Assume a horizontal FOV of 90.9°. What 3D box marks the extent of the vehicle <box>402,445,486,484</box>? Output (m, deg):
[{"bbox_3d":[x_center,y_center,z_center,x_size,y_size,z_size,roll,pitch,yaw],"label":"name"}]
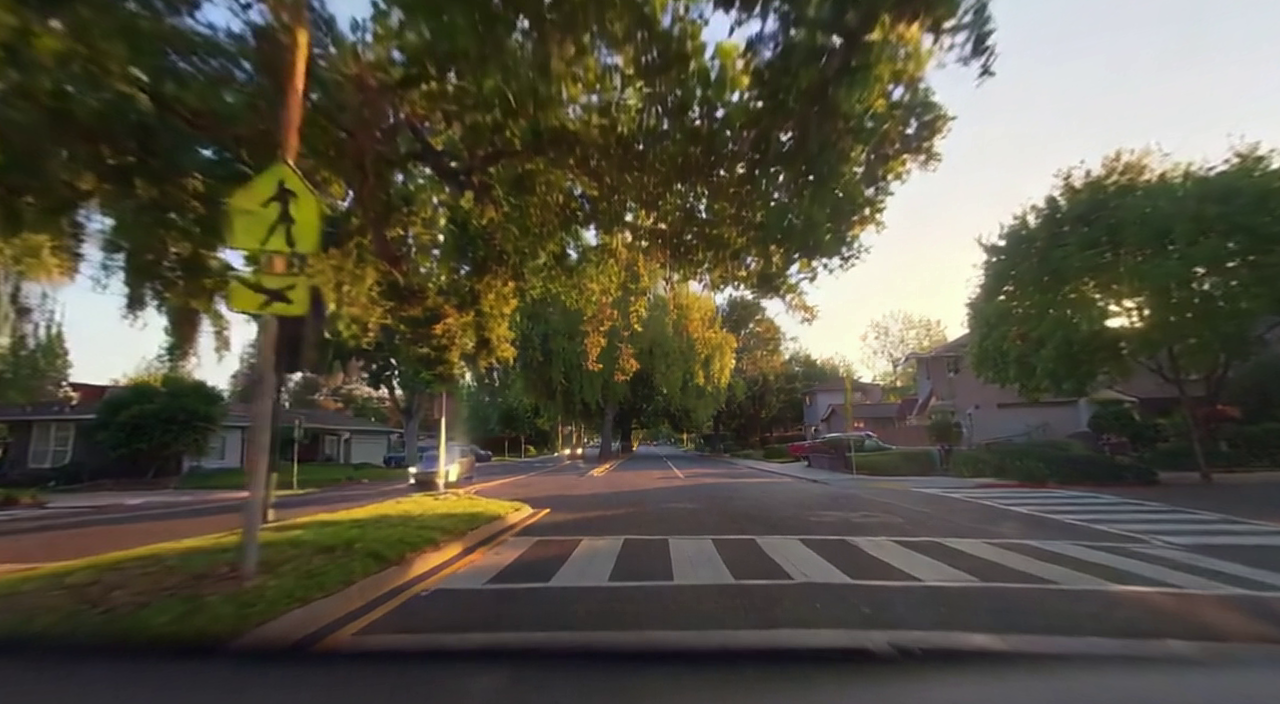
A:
[{"bbox_3d":[-7.941,4.572,26.006,1.900,1.472,4.574,0,-8,1],"label":"vehicle"}]
